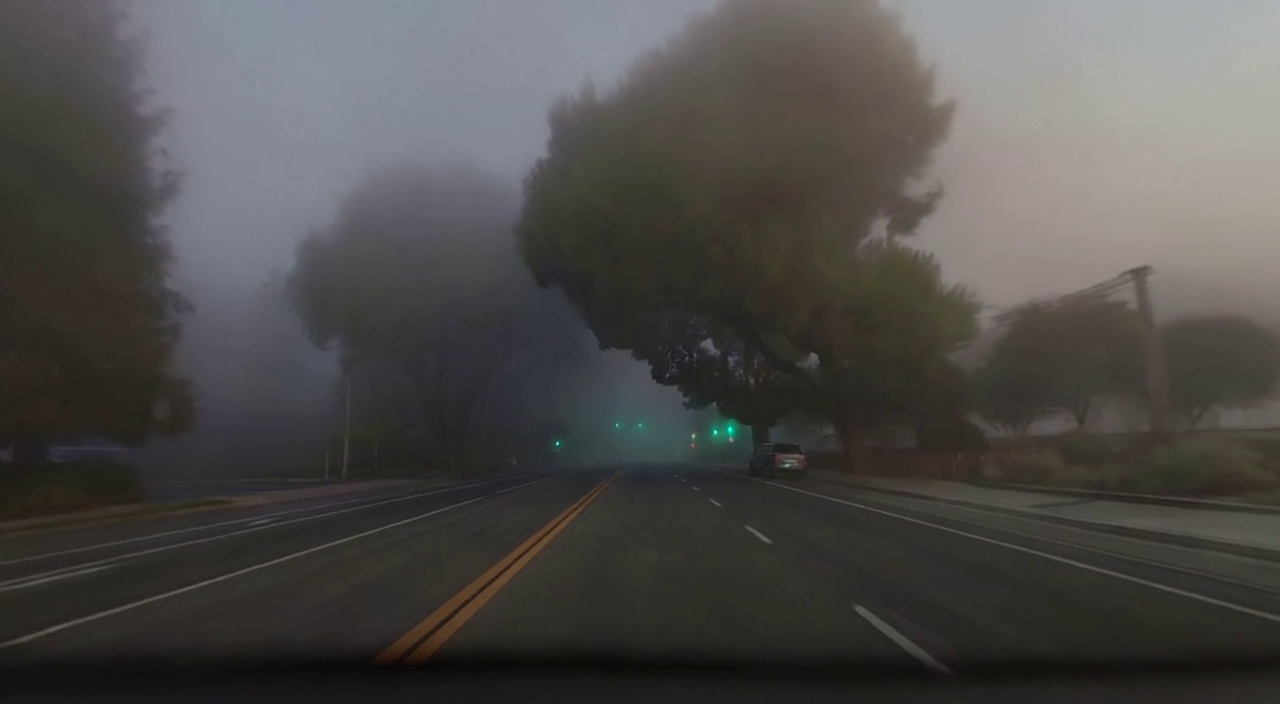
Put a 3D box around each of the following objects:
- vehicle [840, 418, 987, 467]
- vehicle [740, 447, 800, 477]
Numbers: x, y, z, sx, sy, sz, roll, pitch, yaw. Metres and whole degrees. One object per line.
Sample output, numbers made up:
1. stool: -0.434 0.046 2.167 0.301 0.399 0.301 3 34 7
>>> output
1. vehicle: 17.614 5.874 41.167 8.016 2.965 3.192 -1 -8 2
2. vehicle: 6.746 5.726 33.256 1.993 1.461 4.269 0 -8 -3
